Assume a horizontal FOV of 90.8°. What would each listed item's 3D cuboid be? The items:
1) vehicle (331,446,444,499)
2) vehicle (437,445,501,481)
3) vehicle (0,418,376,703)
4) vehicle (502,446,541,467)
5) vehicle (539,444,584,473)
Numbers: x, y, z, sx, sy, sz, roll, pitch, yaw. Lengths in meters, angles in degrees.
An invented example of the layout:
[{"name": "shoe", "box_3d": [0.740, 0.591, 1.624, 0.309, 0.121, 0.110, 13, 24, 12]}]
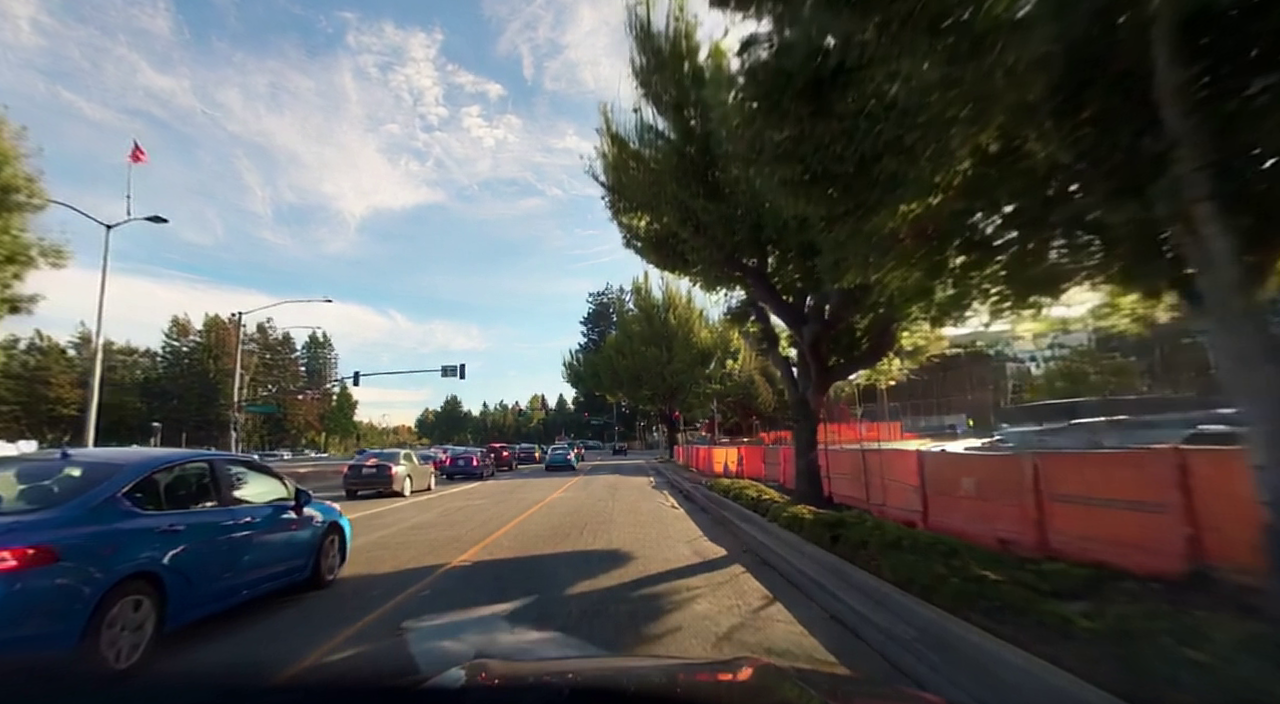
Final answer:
[{"name": "vehicle", "box_3d": [-8.166, 3.908, 20.932, 1.992, 1.446, 4.296, -3, -8, 0]}, {"name": "vehicle", "box_3d": [-7.813, 5.102, 29.342, 1.900, 1.507, 4.285, -1, -8, -2]}, {"name": "vehicle", "box_3d": [-4.048, 1.366, 4.824, 2.026, 1.497, 4.577, -2, -8, 1]}, {"name": "vehicle", "box_3d": [-8.527, 7.533, 45.736, 1.933, 1.458, 4.544, 0, -8, 0]}, {"name": "vehicle", "box_3d": [-4.210, 5.774, 34.523, 2.042, 1.441, 4.172, -1, -8, -2]}]
